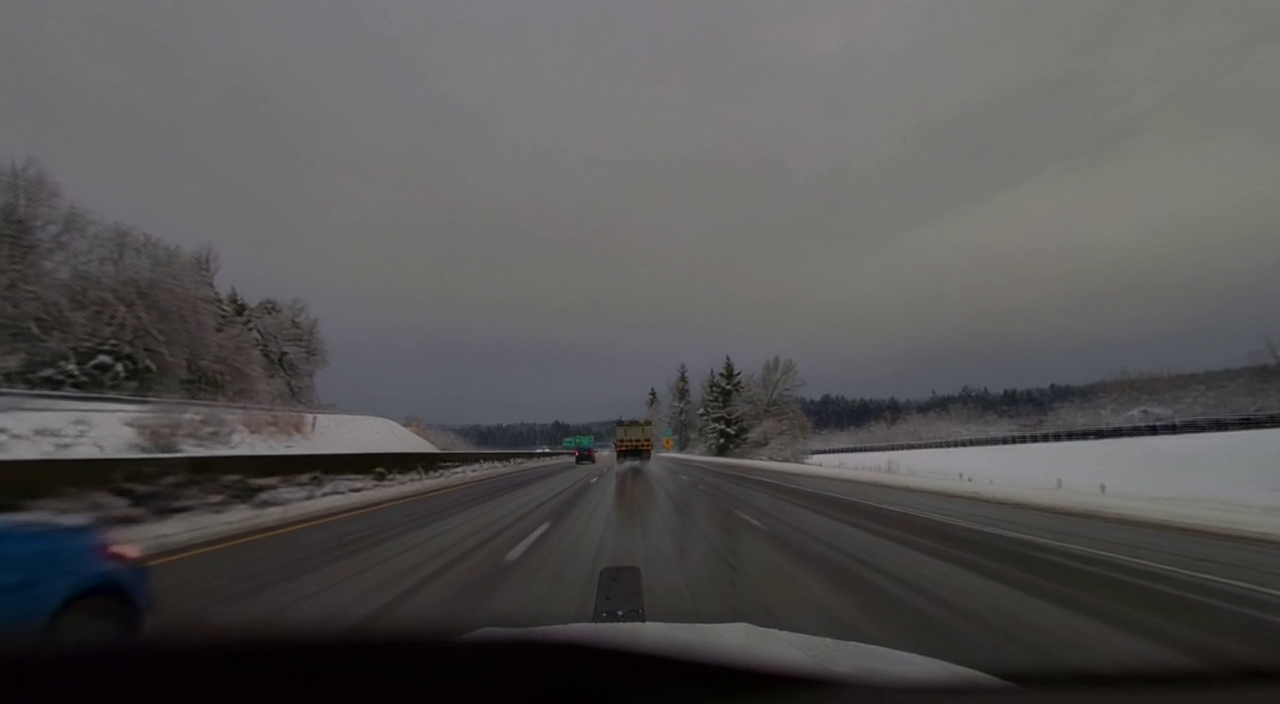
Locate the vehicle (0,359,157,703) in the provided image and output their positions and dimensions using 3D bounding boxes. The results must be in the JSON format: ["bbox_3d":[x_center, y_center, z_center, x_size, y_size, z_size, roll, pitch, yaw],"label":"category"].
[{"bbox_3d":[-3.435,0.639,0.906,2.088,1.643,4.215,0,-9,0],"label":"vehicle"}]

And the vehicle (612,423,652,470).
[{"bbox_3d":[-0.577,6.740,44.890,2.672,3.056,6.900,0,-9,-1],"label":"vehicle"}]
